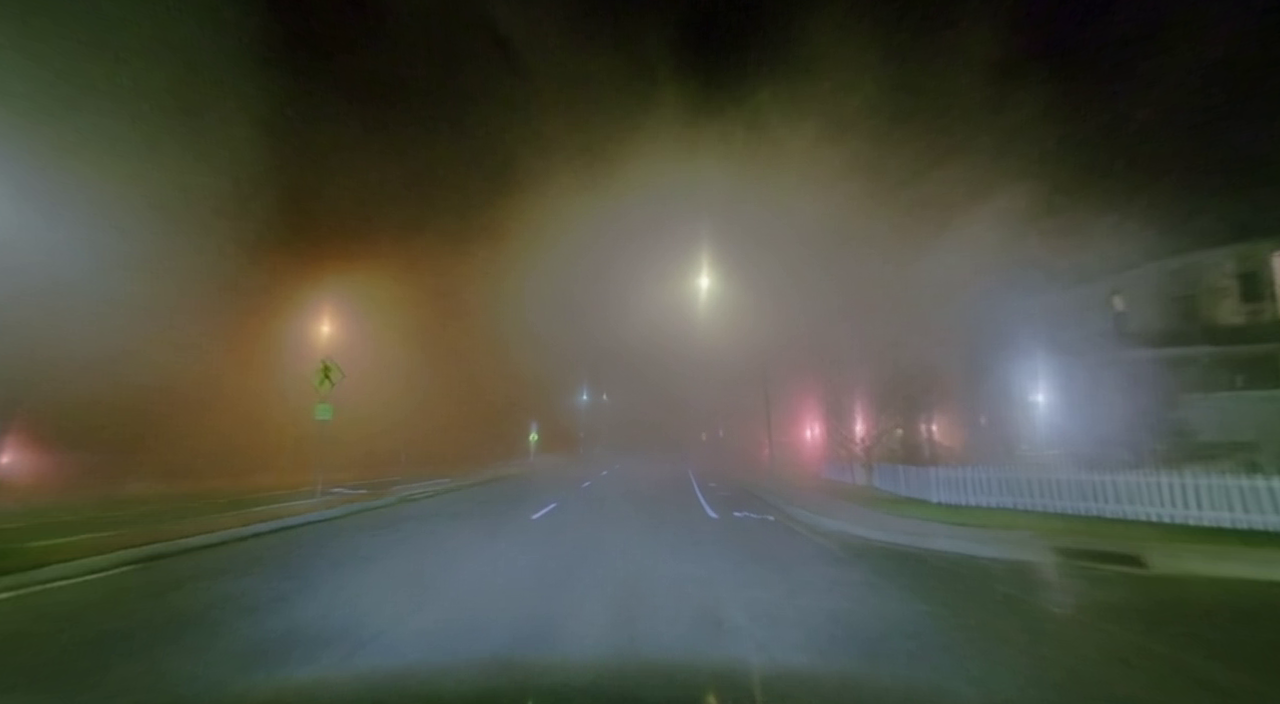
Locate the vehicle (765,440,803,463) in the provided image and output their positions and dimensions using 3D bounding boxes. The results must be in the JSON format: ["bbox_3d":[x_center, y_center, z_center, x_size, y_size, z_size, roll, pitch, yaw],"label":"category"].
[{"bbox_3d":[11.214,7.775,49.563,1.938,1.695,4.296,0,-9,0],"label":"vehicle"}]
